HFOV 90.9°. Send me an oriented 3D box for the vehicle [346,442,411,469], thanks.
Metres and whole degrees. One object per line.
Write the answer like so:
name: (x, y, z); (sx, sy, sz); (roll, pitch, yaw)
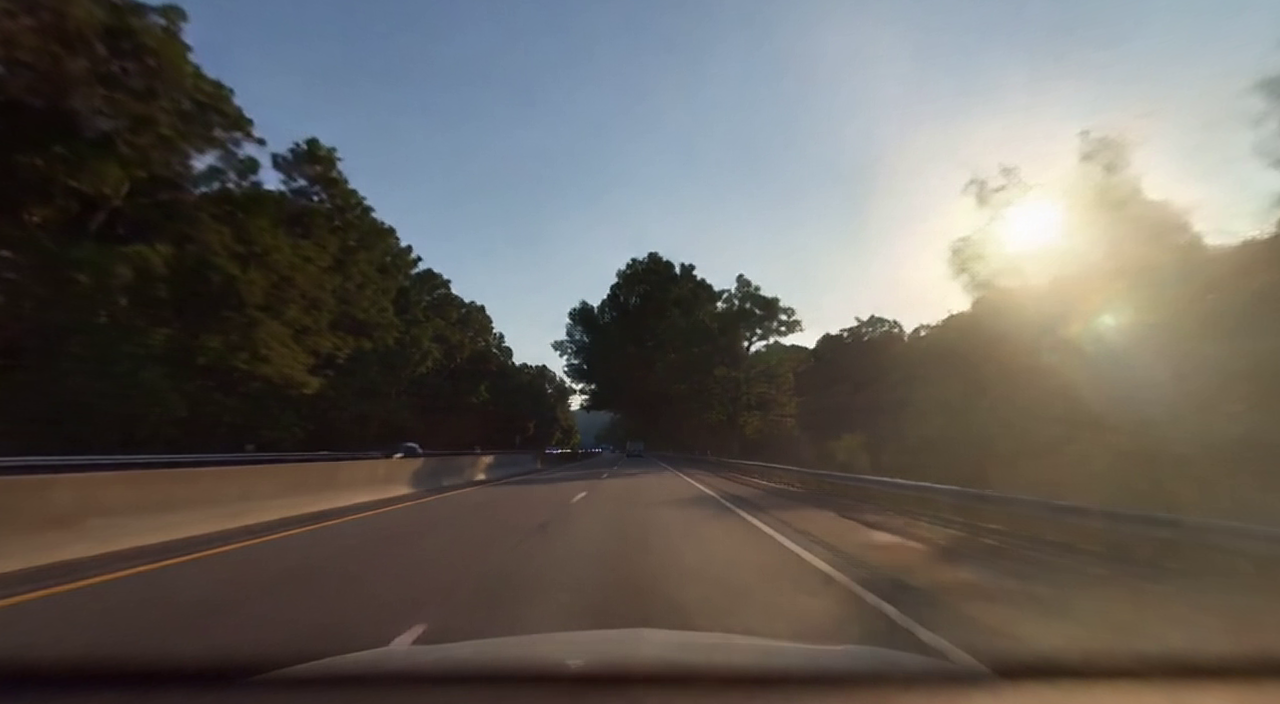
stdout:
vehicle: (-14.992, 5.967, 36.414); (1.860, 1.472, 4.557); (0, -9, -1)
